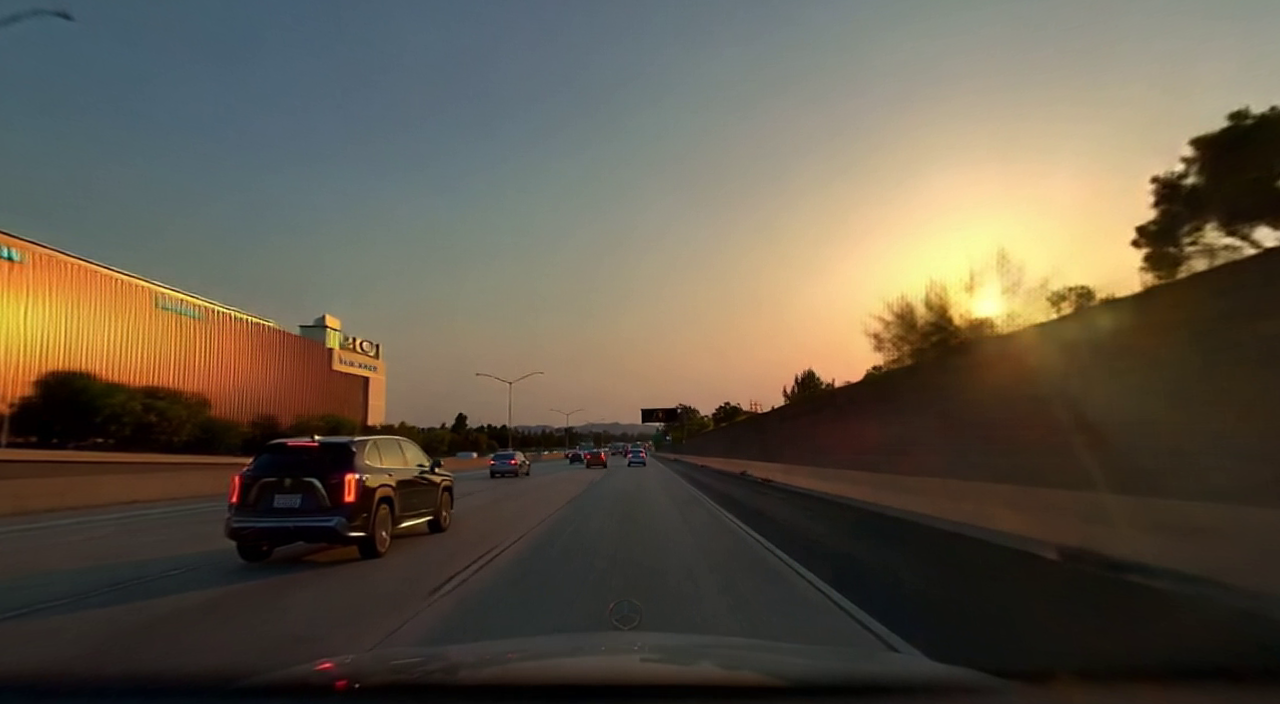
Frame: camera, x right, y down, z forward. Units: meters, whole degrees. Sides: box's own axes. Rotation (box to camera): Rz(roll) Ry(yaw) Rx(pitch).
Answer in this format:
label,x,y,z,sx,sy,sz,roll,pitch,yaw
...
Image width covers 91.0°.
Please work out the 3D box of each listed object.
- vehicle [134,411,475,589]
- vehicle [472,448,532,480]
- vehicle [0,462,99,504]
label,x,y,z,sx,sy,sz,roll,pitch,yaw
vehicle,-3.910,1.804,8.519,2.059,1.725,4.521,0,-9,1
vehicle,-7.174,5.860,33.382,1.998,1.542,4.953,0,-9,1
vehicle,-27.936,5.899,28.710,2.250,1.663,4.719,0,-9,1
